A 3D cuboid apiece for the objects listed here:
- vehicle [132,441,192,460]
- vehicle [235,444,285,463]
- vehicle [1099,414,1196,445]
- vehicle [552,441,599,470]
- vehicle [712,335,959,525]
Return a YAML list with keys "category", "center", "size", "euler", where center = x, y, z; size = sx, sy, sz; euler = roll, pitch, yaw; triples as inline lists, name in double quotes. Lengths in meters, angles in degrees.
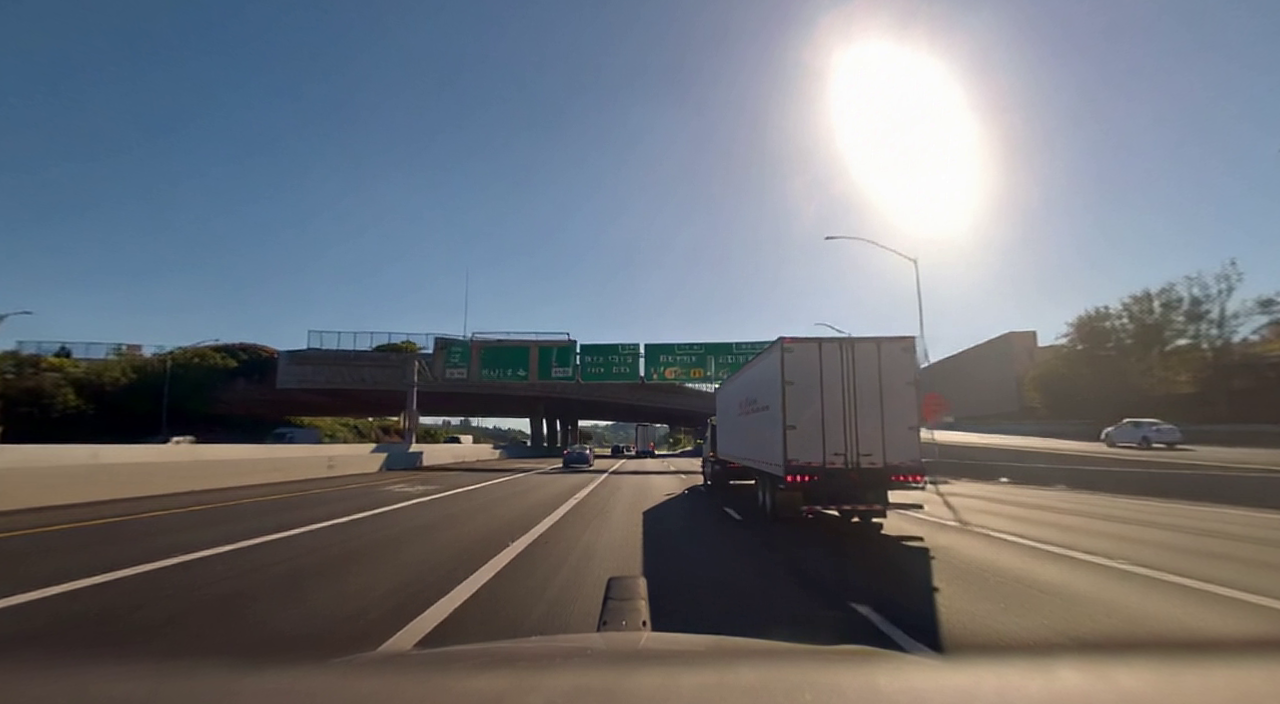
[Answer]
- category: "vehicle"
  center: [-37.530, 7.737, 49.369]
  size: [1.855, 1.448, 3.597]
  euler: [1, -9, -1]
- category: "vehicle"
  center: [-29.633, 7.897, 49.029]
  size: [1.656, 1.396, 3.537]
  euler: [0, -8, 0]
- category: "vehicle"
  center: [28.647, 4.417, 35.612]
  size: [1.928, 1.603, 4.315]
  euler: [1, -7, 0]
- category: "vehicle"
  center: [-3.607, 5.932, 36.072]
  size: [2.143, 1.529, 4.918]
  euler: [0, -9, 1]
- category: "vehicle"
  center: [4.075, 2.146, 16.549]
  size: [3.049, 3.395, 10.595]
  euler: [0, -8, 0]
